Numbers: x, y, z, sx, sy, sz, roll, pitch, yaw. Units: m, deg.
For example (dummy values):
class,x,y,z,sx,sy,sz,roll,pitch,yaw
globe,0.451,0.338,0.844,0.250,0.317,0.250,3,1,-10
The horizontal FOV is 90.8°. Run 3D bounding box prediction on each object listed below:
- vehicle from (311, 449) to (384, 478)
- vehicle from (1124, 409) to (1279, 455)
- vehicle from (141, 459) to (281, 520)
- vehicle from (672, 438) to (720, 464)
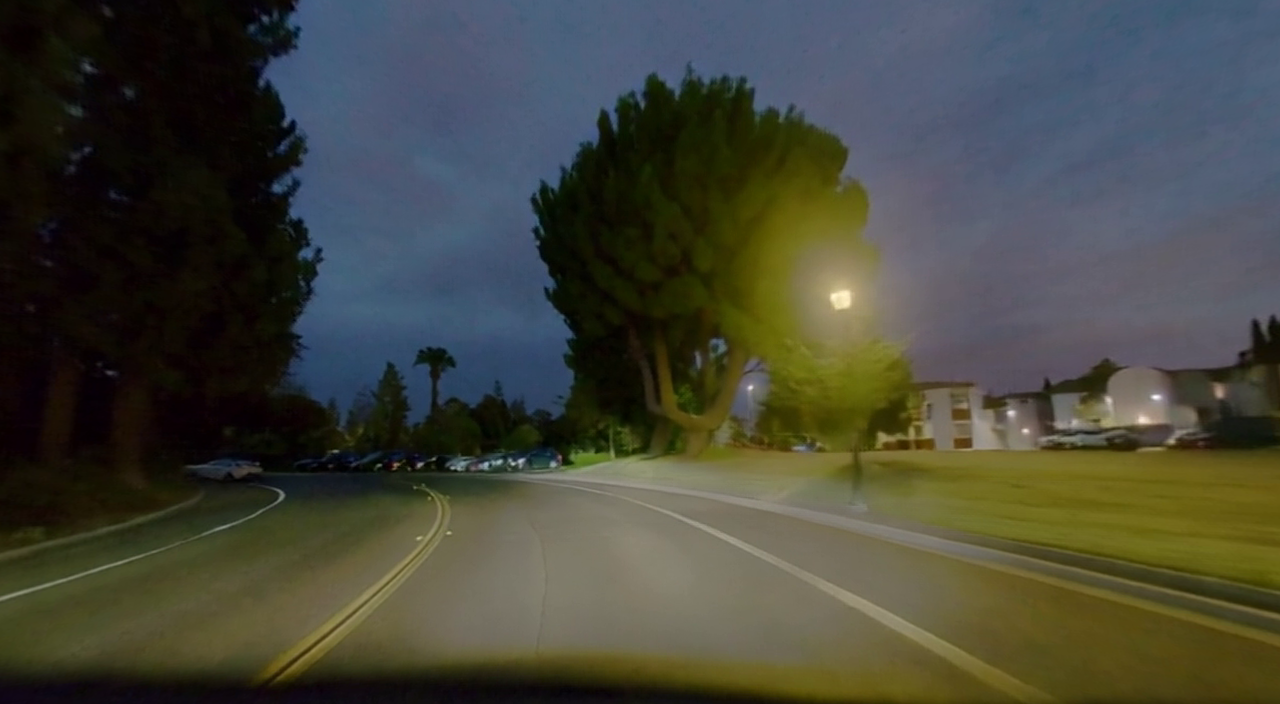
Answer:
class,x,y,z,sx,sy,sz,roll,pitch,yaw
vehicle,-20.983,7.940,45.273,5.202,1.817,2.042,-4,-9,30
vehicle,20.002,2.832,22.119,4.462,1.474,1.765,-4,-10,24
vehicle,-13.390,4.236,20.345,2.772,1.161,7.241,1,-7,-26
vehicle,4.037,6.992,44.863,1.900,1.711,4.666,-4,-9,24
